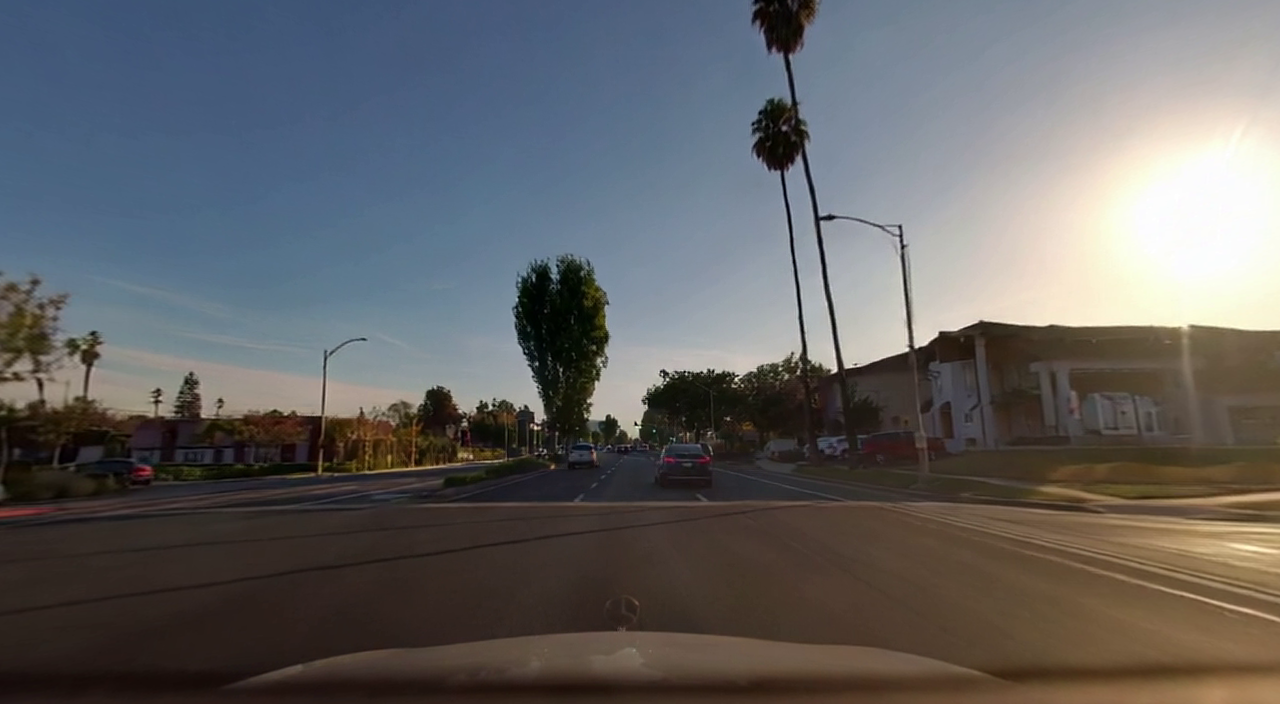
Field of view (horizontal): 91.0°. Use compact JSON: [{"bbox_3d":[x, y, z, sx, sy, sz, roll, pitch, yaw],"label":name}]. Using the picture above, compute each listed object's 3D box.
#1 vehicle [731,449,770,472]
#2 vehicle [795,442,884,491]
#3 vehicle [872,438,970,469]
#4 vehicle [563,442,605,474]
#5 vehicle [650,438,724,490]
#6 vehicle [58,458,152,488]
[{"bbox_3d":[7.701,7.591,44.275,1.947,1.474,4.634,0,-9,0],"label":"vehicle"},{"bbox_3d":[7.674,4.431,24.672,2.012,1.737,4.129,0,-9,-2],"label":"vehicle"},{"bbox_3d":[15.429,5.589,34.731,4.489,1.557,1.792,-2,-9,2],"label":"vehicle"},{"bbox_3d":[-3.248,6.264,37.388,2.084,1.735,4.528,0,-8,1],"label":"vehicle"},{"bbox_3d":[1.583,4.011,22.803,2.084,1.682,4.148,1,-9,-4],"label":"vehicle"},{"bbox_3d":[-30.029,6.783,35.473,1.823,1.477,3.984,0,-9,-1],"label":"vehicle"}]
